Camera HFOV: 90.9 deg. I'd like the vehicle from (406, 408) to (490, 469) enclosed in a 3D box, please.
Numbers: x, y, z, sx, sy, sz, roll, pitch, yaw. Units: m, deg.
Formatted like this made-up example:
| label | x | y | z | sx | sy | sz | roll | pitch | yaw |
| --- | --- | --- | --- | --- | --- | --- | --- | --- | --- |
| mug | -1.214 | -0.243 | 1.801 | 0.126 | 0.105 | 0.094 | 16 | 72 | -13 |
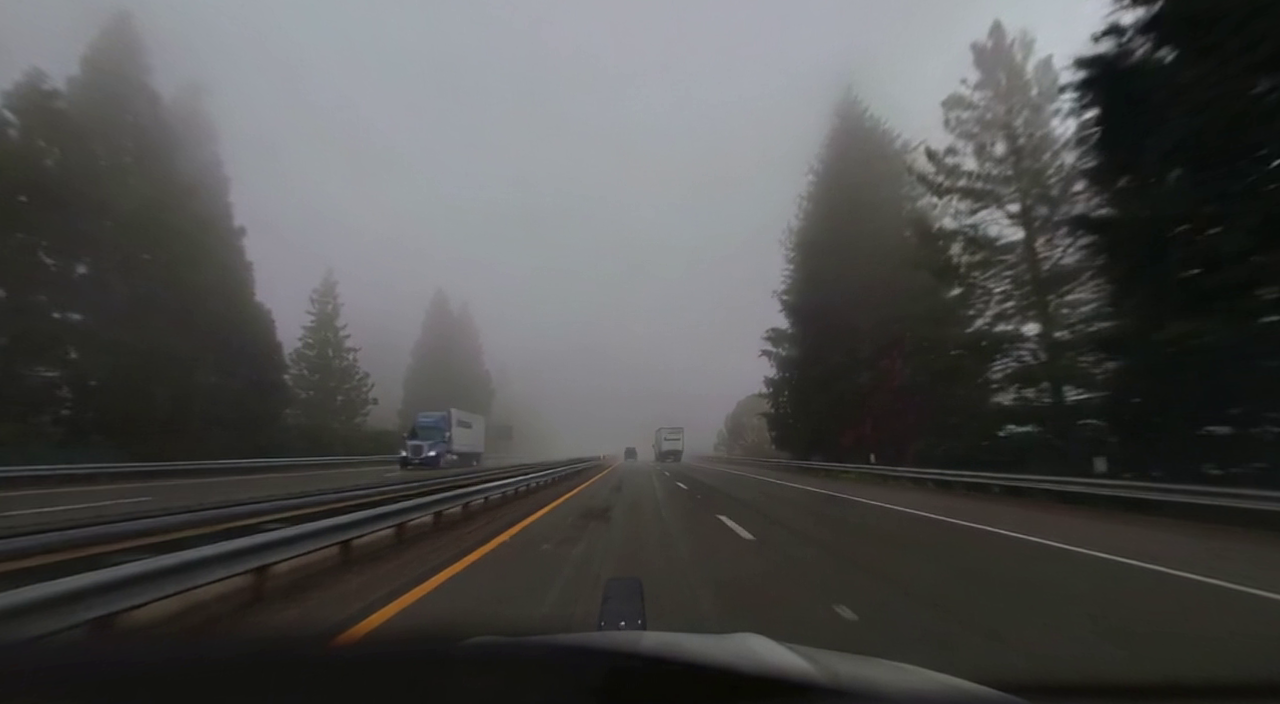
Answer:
| label | x | y | z | sx | sy | sz | roll | pitch | yaw |
| --- | --- | --- | --- | --- | --- | --- | --- | --- | --- |
| vehicle | -13.542 | 6.312 | 45.617 | 3.001 | 3.888 | 9.974 | 0 | -9 | 0 |
